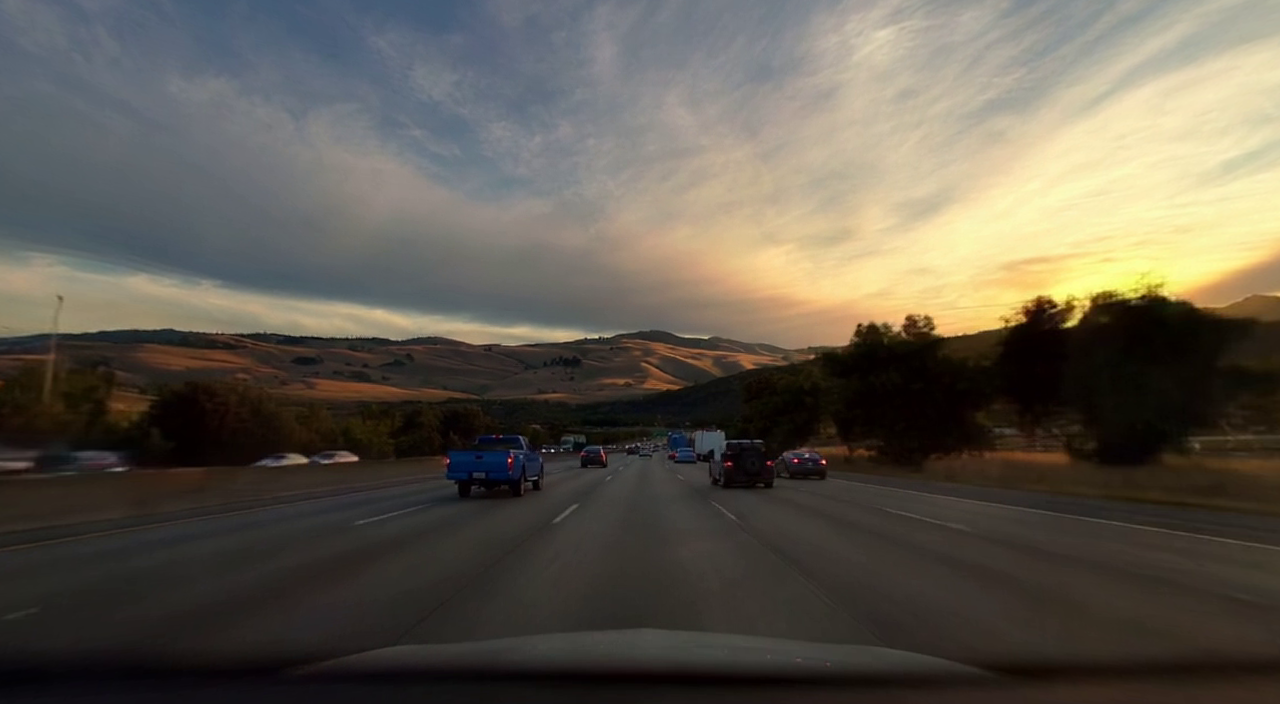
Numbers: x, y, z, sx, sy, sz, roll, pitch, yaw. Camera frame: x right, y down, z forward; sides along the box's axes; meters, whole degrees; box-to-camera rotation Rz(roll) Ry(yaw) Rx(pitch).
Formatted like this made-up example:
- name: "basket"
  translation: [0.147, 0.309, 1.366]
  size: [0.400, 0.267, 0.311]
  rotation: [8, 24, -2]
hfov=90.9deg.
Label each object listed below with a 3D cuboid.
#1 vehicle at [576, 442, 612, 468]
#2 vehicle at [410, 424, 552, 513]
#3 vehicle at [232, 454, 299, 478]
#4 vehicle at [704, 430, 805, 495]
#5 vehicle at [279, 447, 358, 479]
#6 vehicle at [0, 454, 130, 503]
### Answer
- name: "vehicle"
  translation: [-3.310, 7.500, 46.062]
  size: [2.235, 1.785, 4.386]
  rotation: [-1, -8, 1]
- name: "vehicle"
  translation: [-3.736, 2.845, 16.033]
  size: [2.227, 1.853, 5.161]
  rotation: [0, -8, 1]
- name: "vehicle"
  translation: [-25.569, 7.775, 43.233]
  size: [1.850, 1.478, 4.595]
  rotation: [0, -8, -1]
- name: "vehicle"
  translation: [3.818, 3.801, 22.257]
  size: [2.424, 1.952, 5.611]
  rotation: [0, -8, -1]
- name: "vehicle"
  translation: [-17.463, 6.034, 34.528]
  size: [1.948, 1.576, 4.501]
  rotation: [0, -8, 1]
- name: "vehicle"
  translation: [-21.175, 4.435, 22.581]
  size: [1.873, 1.490, 4.725]
  rotation: [0, -8, 0]
